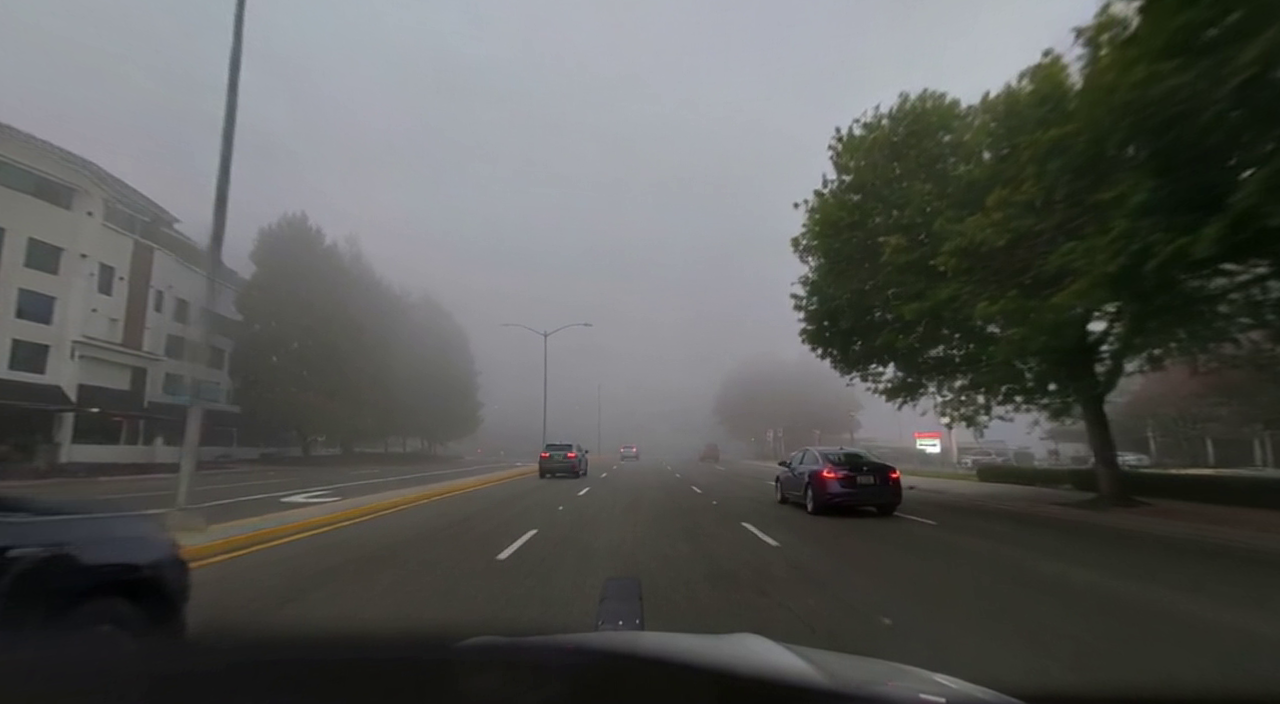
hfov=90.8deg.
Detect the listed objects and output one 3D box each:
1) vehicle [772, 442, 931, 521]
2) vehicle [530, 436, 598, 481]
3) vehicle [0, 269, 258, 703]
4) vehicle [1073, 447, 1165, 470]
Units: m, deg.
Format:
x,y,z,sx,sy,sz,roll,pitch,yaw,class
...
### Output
x,y,z,sx,sy,sz,roll,pitch,yaw,class
4.474,2.791,14.227,1.960,1.471,4.378,0,-9,-1,vehicle
-3.257,4.706,28.204,2.305,1.833,4.912,0,-9,1,vehicle
-3.264,0.466,0.591,2.450,1.866,5.416,0,-9,-1,vehicle
31.328,6.955,41.400,4.274,1.448,2.050,0,-9,1,vehicle
